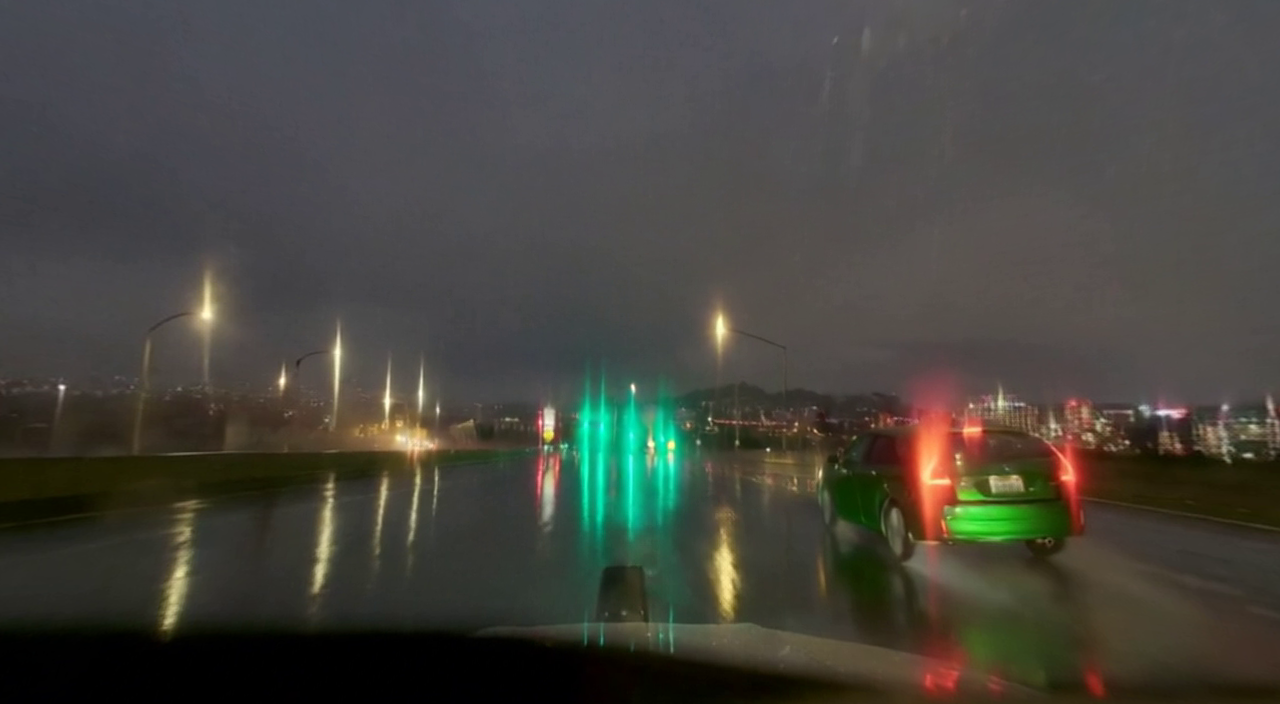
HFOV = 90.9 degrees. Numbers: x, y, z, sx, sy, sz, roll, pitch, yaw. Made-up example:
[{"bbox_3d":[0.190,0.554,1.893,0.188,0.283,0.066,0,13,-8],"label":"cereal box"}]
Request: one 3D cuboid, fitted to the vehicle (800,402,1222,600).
[{"bbox_3d":[3.606,1.556,7.510,2.104,1.575,4.698,0,-9,-1],"label":"vehicle"}]
